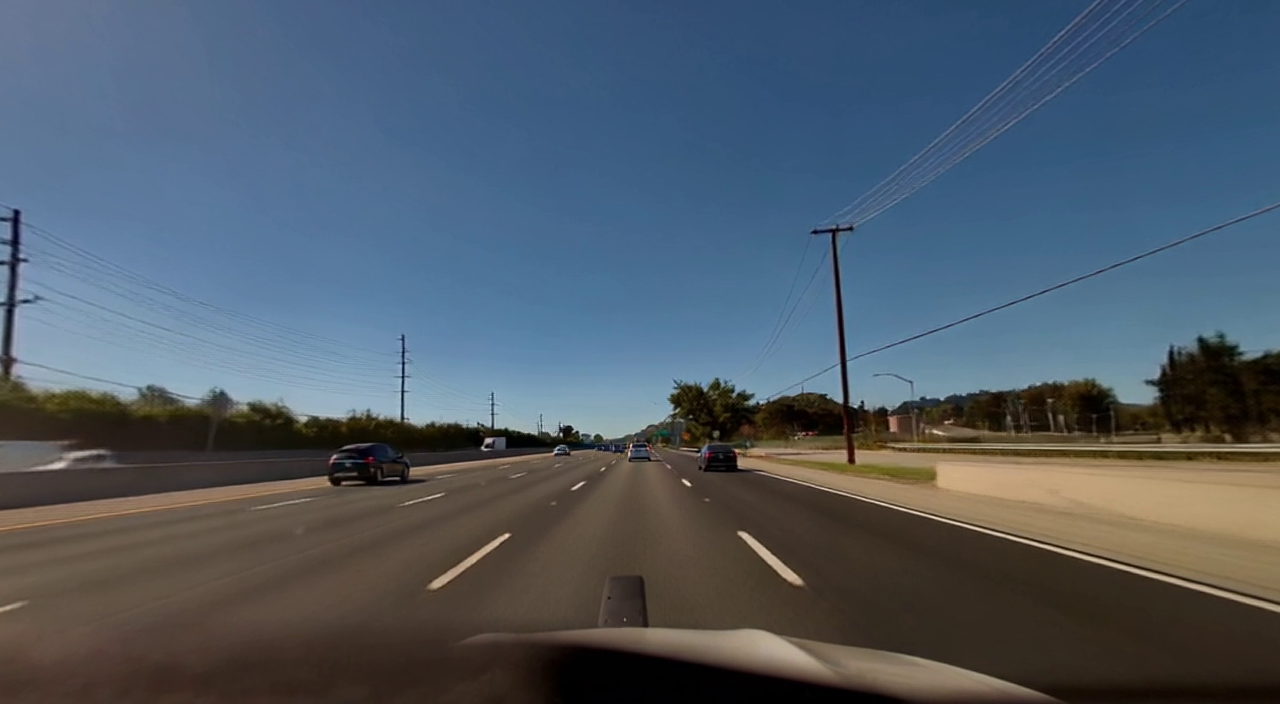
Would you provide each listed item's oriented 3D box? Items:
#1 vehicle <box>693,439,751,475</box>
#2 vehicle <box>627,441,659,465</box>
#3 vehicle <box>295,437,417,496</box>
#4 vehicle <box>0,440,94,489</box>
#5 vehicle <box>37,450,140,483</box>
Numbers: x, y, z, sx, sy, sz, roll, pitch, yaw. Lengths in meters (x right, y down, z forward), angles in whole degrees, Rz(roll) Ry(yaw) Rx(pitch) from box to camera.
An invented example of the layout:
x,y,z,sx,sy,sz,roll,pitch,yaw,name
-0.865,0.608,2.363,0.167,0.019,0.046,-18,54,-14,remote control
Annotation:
x,y,z,sx,sy,sz,roll,pitch,yaw,name
3.730,4.884,29.494,2.060,1.526,4.387,0,-8,-1,vehicle
0.213,6.710,41.970,2.036,1.474,3.969,0,-8,0,vehicle
-10.364,4.201,23.545,2.241,1.810,4.966,-4,-8,1,vehicle
-41.492,7.293,41.178,3.309,2.970,9.091,0,-8,2,vehicle
-33.662,6.967,38.689,2.025,1.792,4.533,-1,-8,3,vehicle
